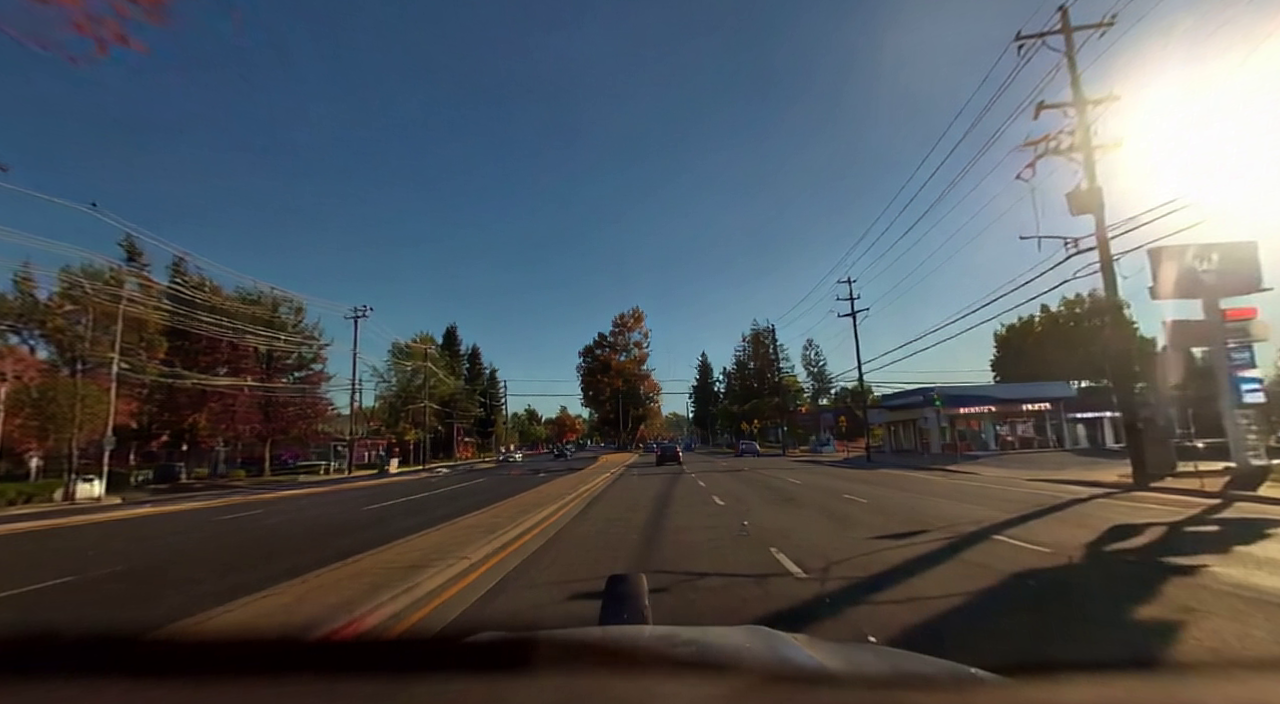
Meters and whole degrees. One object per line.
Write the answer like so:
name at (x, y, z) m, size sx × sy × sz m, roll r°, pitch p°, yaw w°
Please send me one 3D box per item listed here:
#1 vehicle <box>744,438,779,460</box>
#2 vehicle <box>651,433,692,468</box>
vehicle at (8.765, 7.061, 45.900) m, size 1.760 × 1.481 × 4.161 m, roll 0°, pitch -8°, yaw 0°
vehicle at (1.709, 5.615, 36.115) m, size 2.141 × 1.842 × 4.889 m, roll 0°, pitch -8°, yaw 0°
